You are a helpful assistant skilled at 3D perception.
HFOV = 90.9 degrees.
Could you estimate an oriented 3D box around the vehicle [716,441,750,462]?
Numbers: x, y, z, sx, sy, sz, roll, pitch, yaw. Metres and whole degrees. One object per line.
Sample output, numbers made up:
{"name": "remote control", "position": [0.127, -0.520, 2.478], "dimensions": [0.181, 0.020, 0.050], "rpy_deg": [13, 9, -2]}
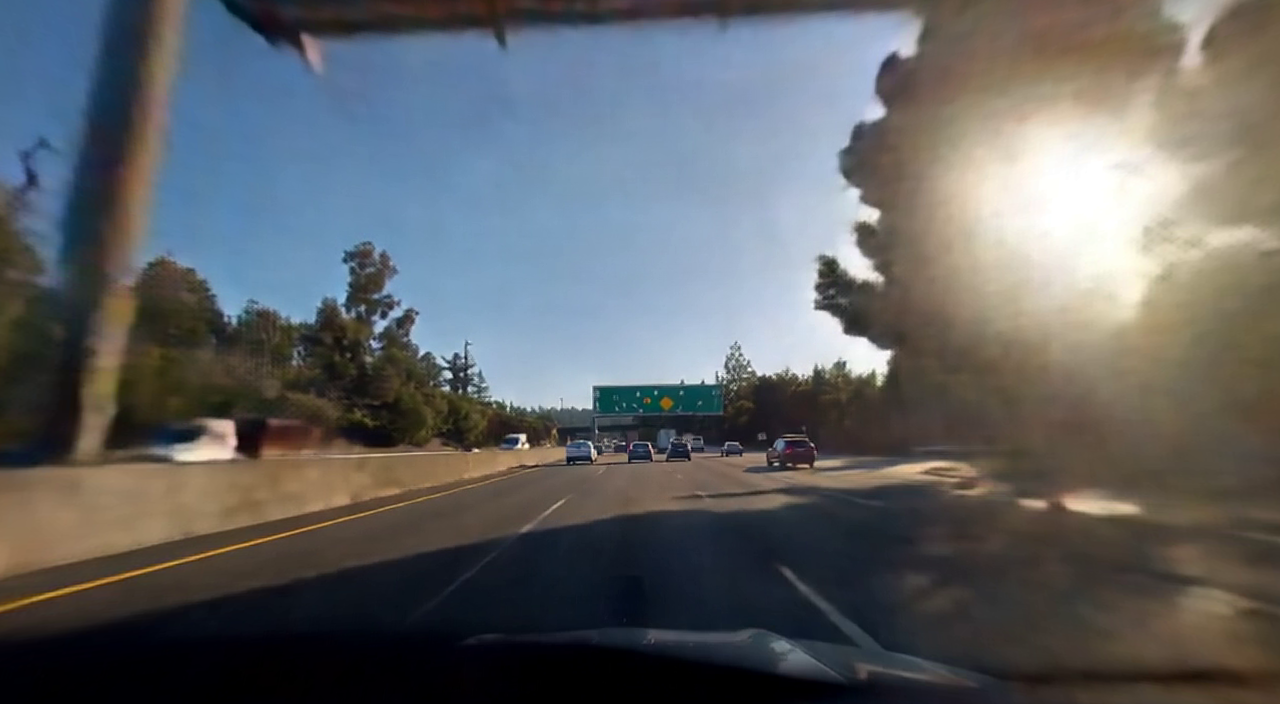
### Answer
{"name": "vehicle", "position": [7.068, 7.569, 48.220], "dimensions": [1.894, 1.511, 4.148], "rpy_deg": [0, -8, -1]}

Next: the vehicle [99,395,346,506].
{"name": "vehicle", "position": [-12.652, 3.117, 20.269], "dimensions": [2.779, 2.896, 7.441], "rpy_deg": [0, -8, 0]}

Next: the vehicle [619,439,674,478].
{"name": "vehicle", "position": [0.233, 4.398, 26.208], "dimensions": [2.071, 1.464, 4.162], "rpy_deg": [0, -8, 0]}

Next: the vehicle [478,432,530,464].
{"name": "vehicle", "position": [-9.330, 6.690, 43.886], "dimensions": [2.331, 2.070, 5.440], "rpy_deg": [0, -8, 1]}

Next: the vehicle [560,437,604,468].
{"name": "vehicle", "position": [-3.391, 5.953, 37.675], "dimensions": [2.140, 1.720, 4.410], "rpy_deg": [0, -8, 1]}

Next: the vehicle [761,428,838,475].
{"name": "vehicle", "position": [7.088, 4.502, 28.698], "dimensions": [2.094, 1.916, 5.099], "rpy_deg": [0, -8, -1]}
